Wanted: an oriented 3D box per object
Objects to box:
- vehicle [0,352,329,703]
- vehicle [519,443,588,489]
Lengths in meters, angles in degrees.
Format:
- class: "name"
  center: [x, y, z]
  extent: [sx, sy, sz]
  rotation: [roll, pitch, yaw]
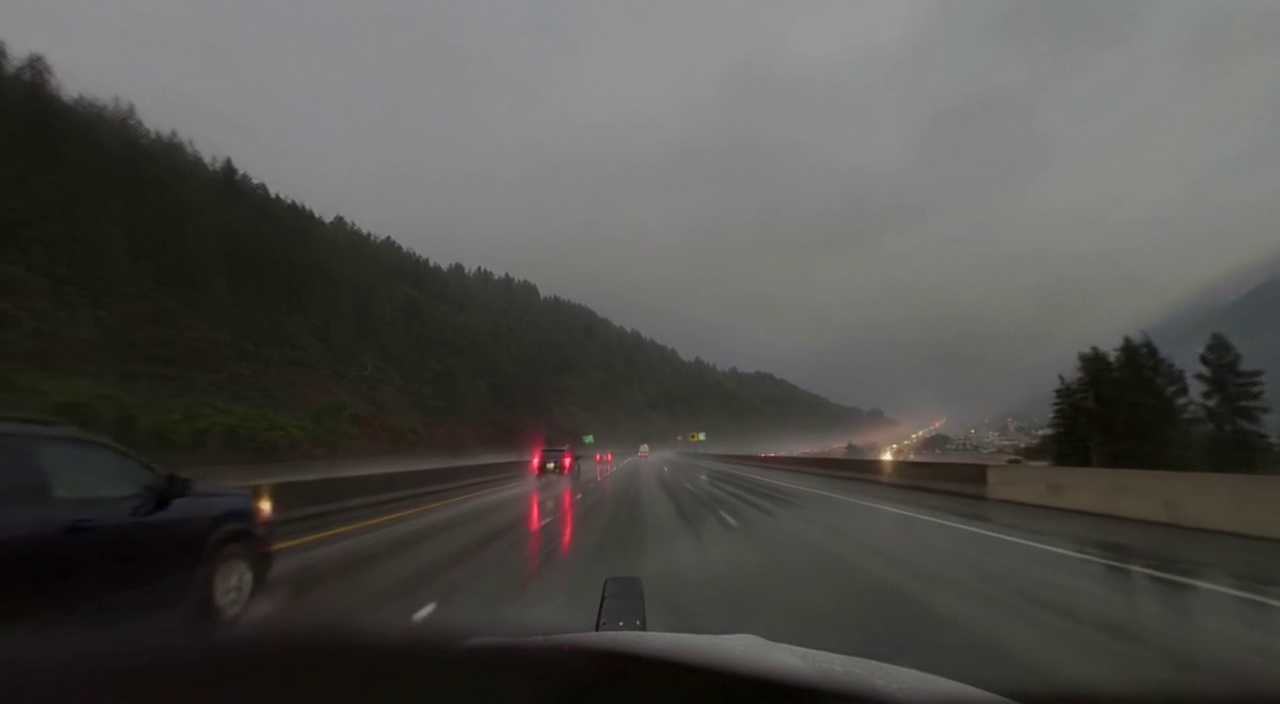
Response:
- class: "vehicle"
  center: [-3.624, 0.904, 2.749]
  extent: [2.147, 1.708, 4.630]
  rotation: [0, -9, 0]
- class: "vehicle"
  center: [-3.127, 4.215, 23.618]
  extent: [1.944, 1.548, 4.051]
  rotation: [0, -9, 1]
